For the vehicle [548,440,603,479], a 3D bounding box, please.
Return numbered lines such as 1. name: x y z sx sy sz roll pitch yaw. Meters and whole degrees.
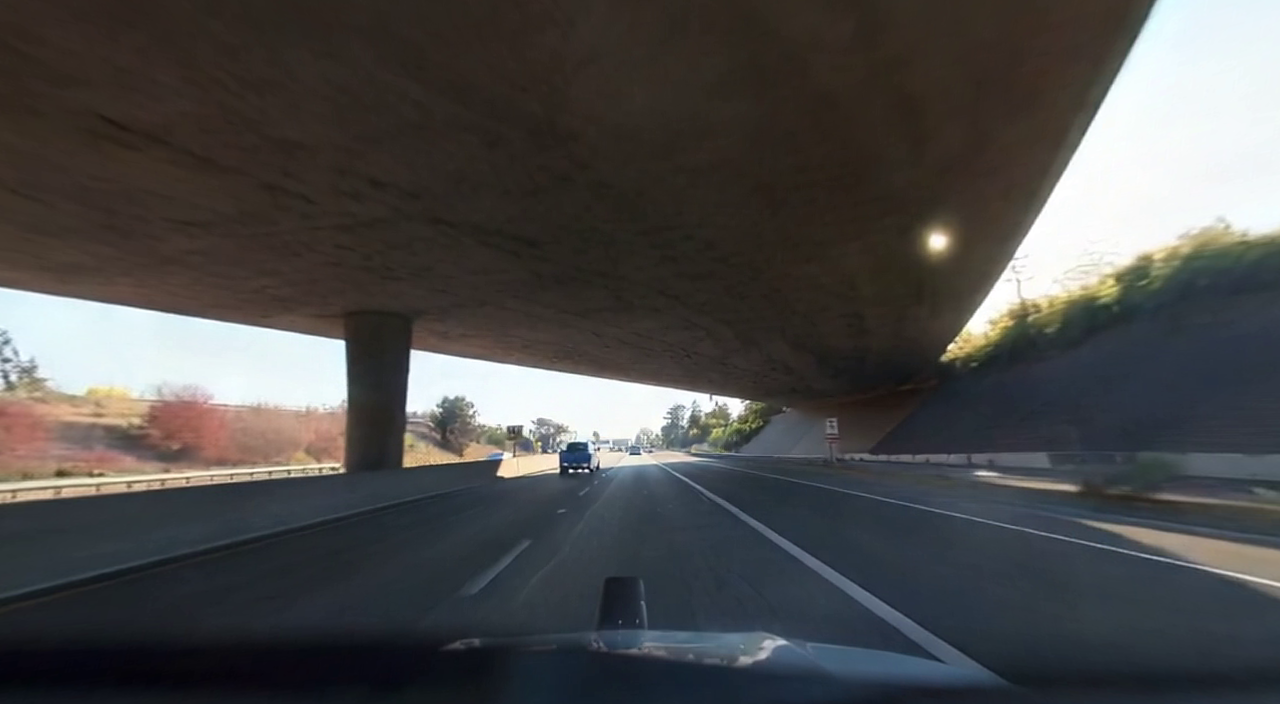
1. vehicle: -3.030 5.190 30.574 2.152 1.717 4.423 0 -9 1
